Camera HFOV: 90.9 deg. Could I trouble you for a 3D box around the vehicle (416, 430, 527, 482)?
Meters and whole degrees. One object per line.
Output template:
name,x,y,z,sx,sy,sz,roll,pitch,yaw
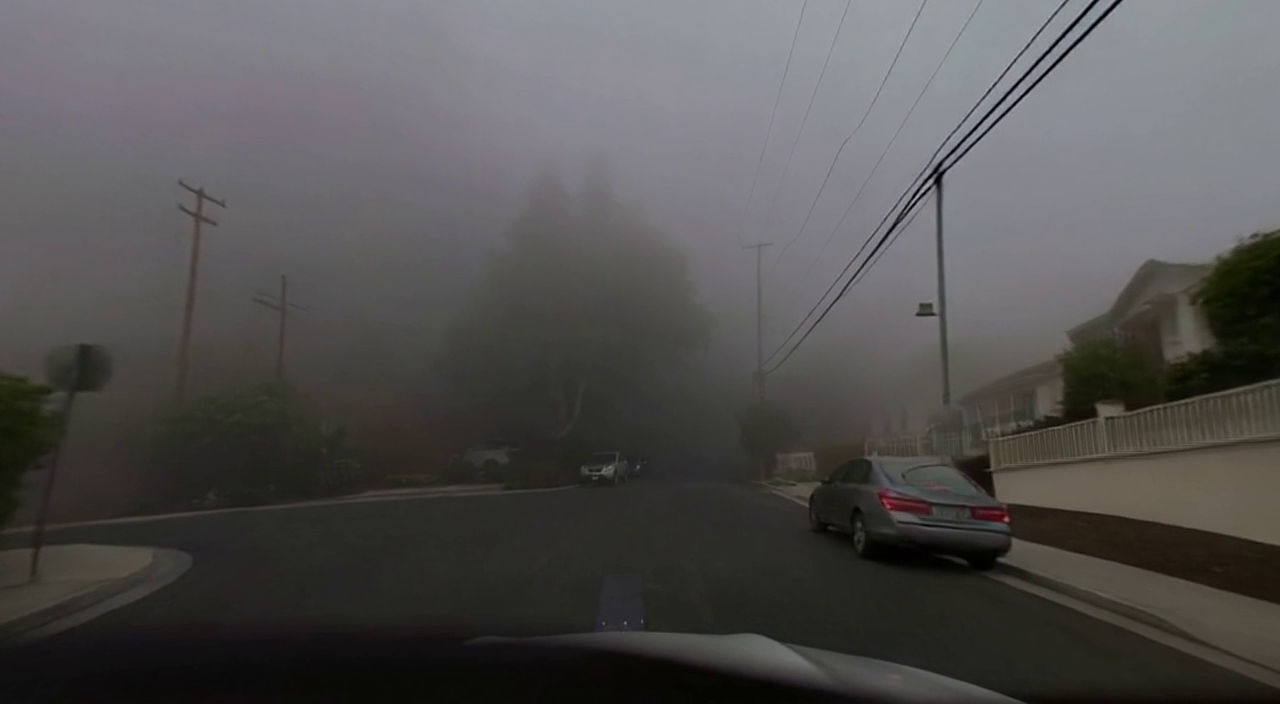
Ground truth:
vehicle,-9.544,5.973,36.145,5.828,2.818,2.231,2,-10,-12

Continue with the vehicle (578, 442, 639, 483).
vehicle,-1.504,5.754,32.898,2.463,1.951,5.794,-1,-10,4

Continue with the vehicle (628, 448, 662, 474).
vehicle,0.441,8.488,49.141,2.139,1.882,4.635,-1,-10,7

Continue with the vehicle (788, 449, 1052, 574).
vehicle,3.968,2.351,10.182,2.151,1.468,5.066,0,-10,3
